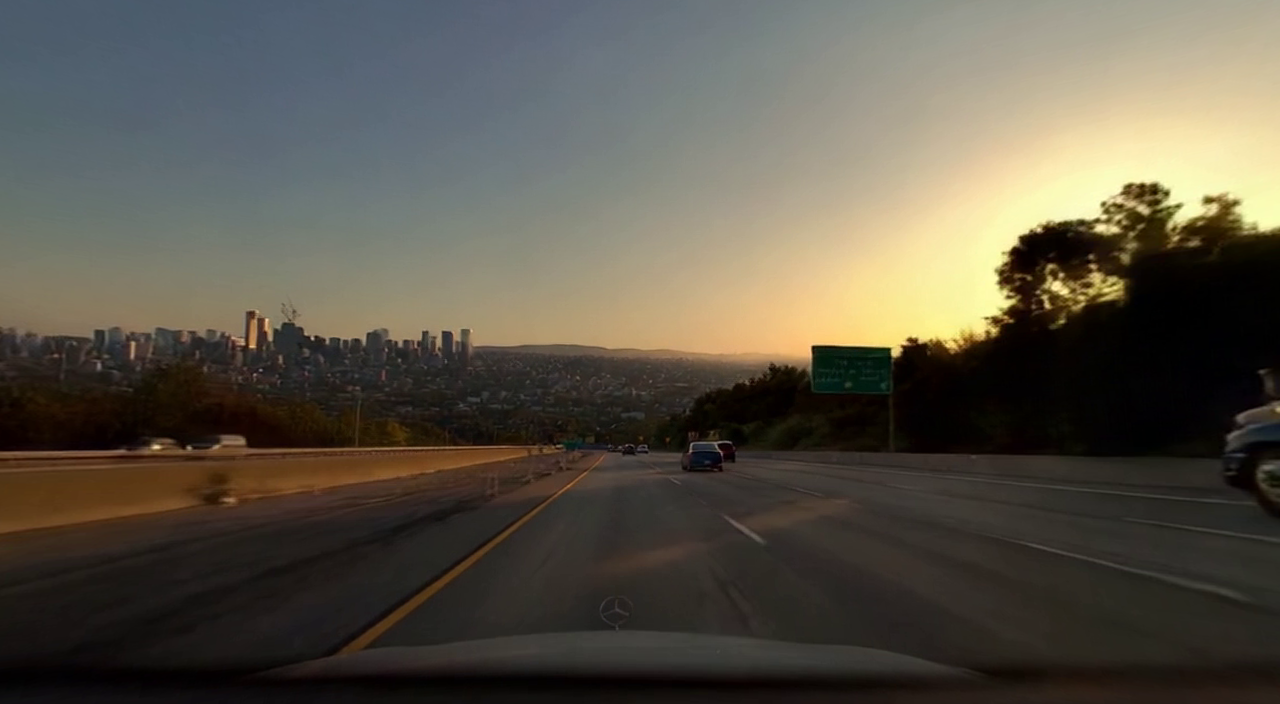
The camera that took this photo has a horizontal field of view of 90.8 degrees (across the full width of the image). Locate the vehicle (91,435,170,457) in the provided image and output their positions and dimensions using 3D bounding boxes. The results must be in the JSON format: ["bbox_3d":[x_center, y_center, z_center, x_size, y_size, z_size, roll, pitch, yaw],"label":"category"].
[{"bbox_3d":[-39.706,7.359,49.383,1.961,1.569,5.189,0,-8,-2],"label":"vehicle"}]

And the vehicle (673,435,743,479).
[{"bbox_3d":[2.826,4.510,27.330,2.305,1.729,4.526,0,-8,-3],"label":"vehicle"}]
